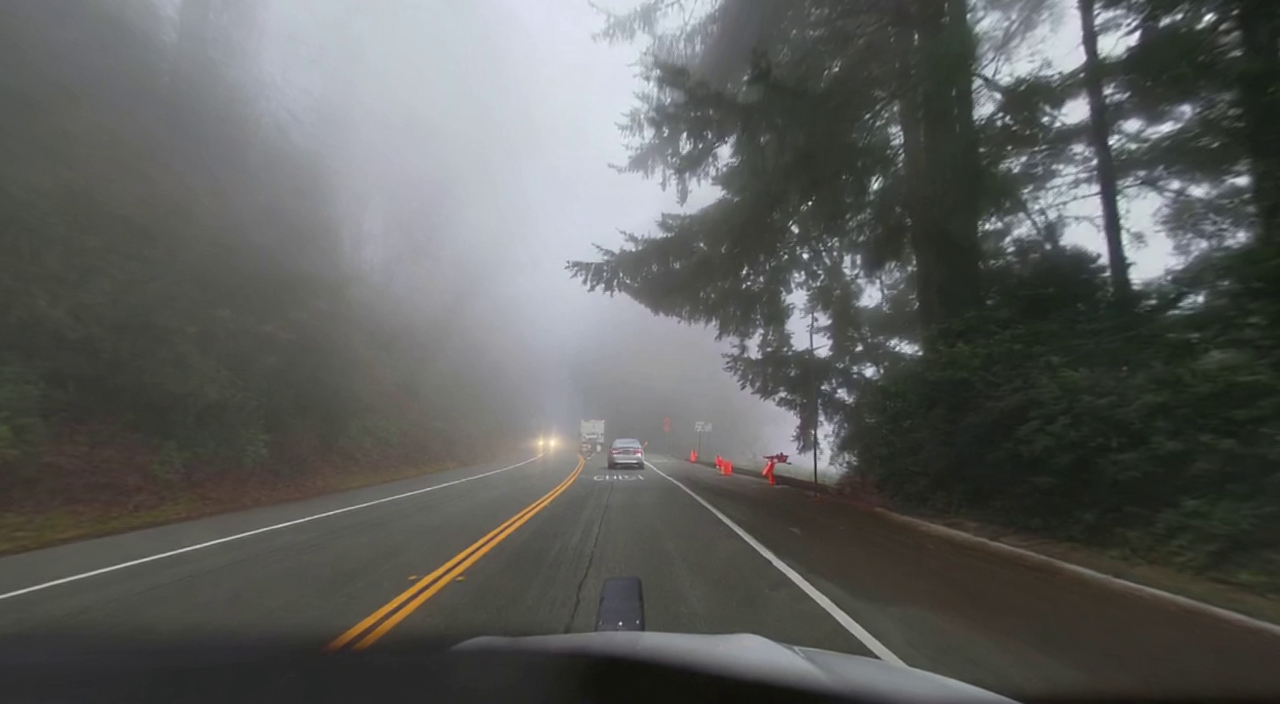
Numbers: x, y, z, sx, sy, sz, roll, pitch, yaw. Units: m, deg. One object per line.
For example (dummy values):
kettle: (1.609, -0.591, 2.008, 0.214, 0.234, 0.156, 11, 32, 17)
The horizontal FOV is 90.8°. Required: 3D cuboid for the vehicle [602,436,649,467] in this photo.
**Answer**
vehicle: (-0.758, 5.022, 31.966, 2.186, 1.463, 4.356, 0, -8, -2)
